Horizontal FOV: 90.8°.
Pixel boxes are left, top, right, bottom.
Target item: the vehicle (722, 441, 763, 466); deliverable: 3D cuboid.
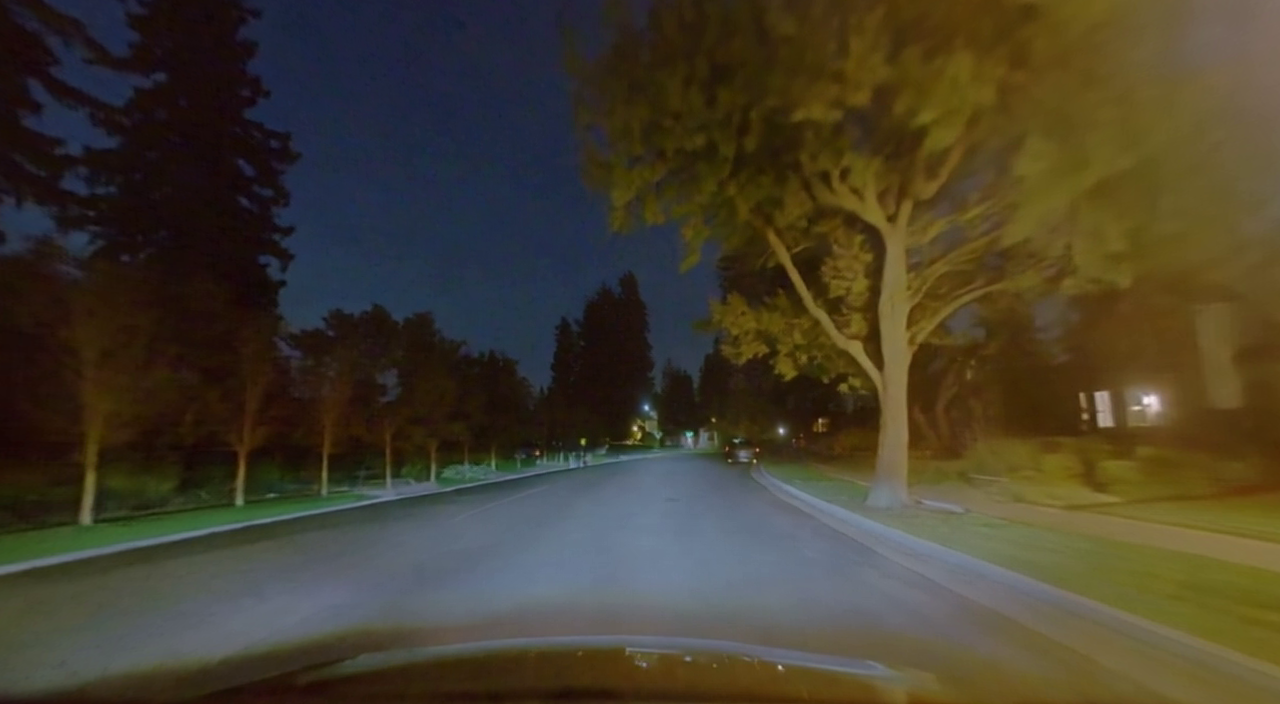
[{"bbox_3d":[6.649,6.643,41.565,2.088,1.522,4.449,-1,-9,2],"label":"vehicle"}]
